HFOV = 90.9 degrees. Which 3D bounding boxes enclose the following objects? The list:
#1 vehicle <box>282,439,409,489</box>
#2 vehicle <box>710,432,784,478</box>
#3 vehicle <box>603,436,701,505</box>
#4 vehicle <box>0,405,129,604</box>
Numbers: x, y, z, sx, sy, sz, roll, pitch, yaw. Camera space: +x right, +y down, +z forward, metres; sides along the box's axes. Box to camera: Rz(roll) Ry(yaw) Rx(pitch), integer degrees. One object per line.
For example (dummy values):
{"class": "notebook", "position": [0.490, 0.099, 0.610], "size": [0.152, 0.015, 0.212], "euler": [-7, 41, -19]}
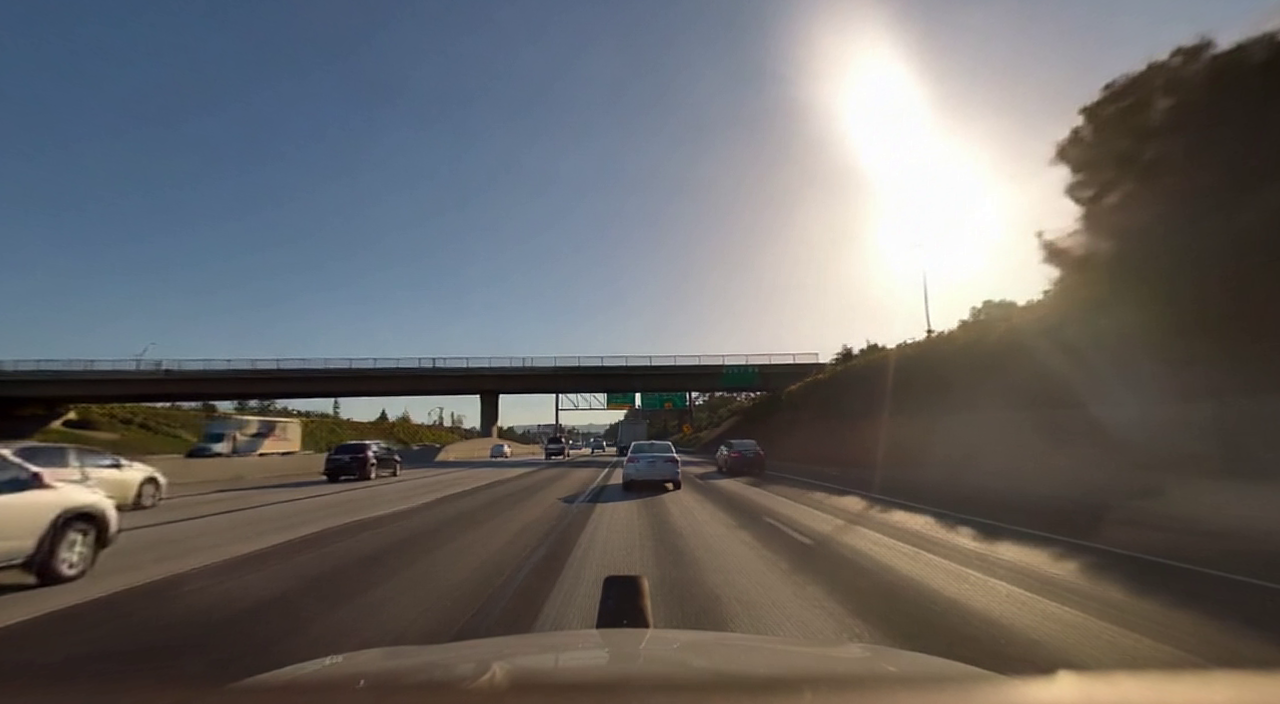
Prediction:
{"class": "vehicle", "position": [-10.058, 3.847, 22.053], "size": [2.019, 1.510, 4.992], "euler": [0, -8, 0]}
{"class": "vehicle", "position": [4.251, 4.161, 25.743], "size": [2.100, 1.707, 4.342], "euler": [0, -8, -2]}
{"class": "vehicle", "position": [0.197, 2.815, 15.463], "size": [2.042, 1.446, 4.269], "euler": [0, -8, -1]}
{"class": "vehicle", "position": [-6.436, 1.170, 4.477], "size": [2.060, 1.669, 4.242], "euler": [0, -8, -1]}
